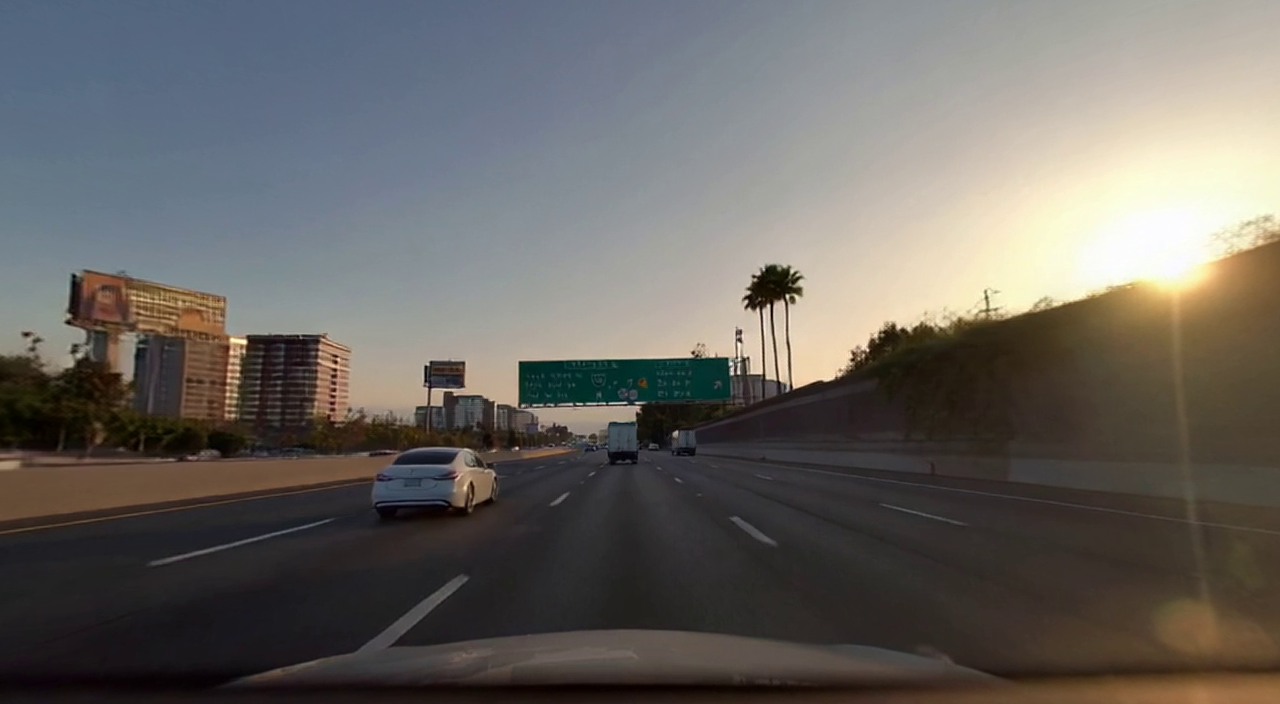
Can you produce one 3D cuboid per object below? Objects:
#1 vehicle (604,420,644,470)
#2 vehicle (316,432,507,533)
[{"bbox_3d":[-1.033,5.958,40.432,2.364,2.953,6.495,0,-8,-2],"label":"vehicle"},{"bbox_3d":[-4.179,2.457,12.598,2.021,1.598,4.887,0,-8,-1],"label":"vehicle"}]
